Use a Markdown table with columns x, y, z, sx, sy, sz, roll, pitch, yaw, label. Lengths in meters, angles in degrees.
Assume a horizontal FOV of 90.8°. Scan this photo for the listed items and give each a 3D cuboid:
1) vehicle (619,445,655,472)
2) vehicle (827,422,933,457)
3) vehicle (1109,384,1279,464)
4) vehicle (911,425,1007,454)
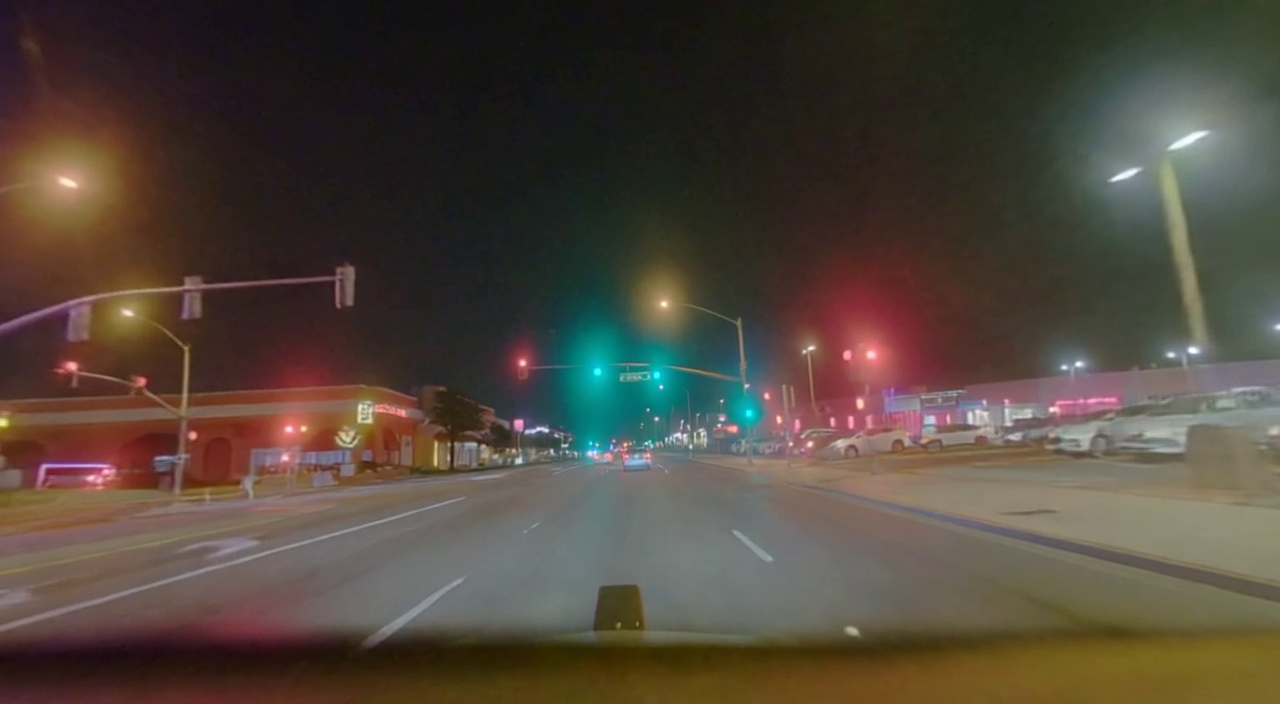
| x | y | z | sx | sy | sz | roll | pitch | yaw | label |
| --- | --- | --- | --- | --- | --- | --- | --- | --- | --- |
| -0.167 | 6.207 | 36.918 | 1.977 | 1.451 | 4.032 | 0 | -9 | -1 | vehicle |
| 13.020 | 4.801 | 34.459 | 4.852 | 1.805 | 2.155 | 0 | -9 | -2 | vehicle |
| 12.925 | 1.537 | 13.325 | 4.323 | 1.534 | 2.133 | 0 | -9 | -1 | vehicle |
| 18.705 | 5.146 | 37.129 | 4.586 | 1.623 | 1.861 | 0 | -9 | -1 | vehicle |
